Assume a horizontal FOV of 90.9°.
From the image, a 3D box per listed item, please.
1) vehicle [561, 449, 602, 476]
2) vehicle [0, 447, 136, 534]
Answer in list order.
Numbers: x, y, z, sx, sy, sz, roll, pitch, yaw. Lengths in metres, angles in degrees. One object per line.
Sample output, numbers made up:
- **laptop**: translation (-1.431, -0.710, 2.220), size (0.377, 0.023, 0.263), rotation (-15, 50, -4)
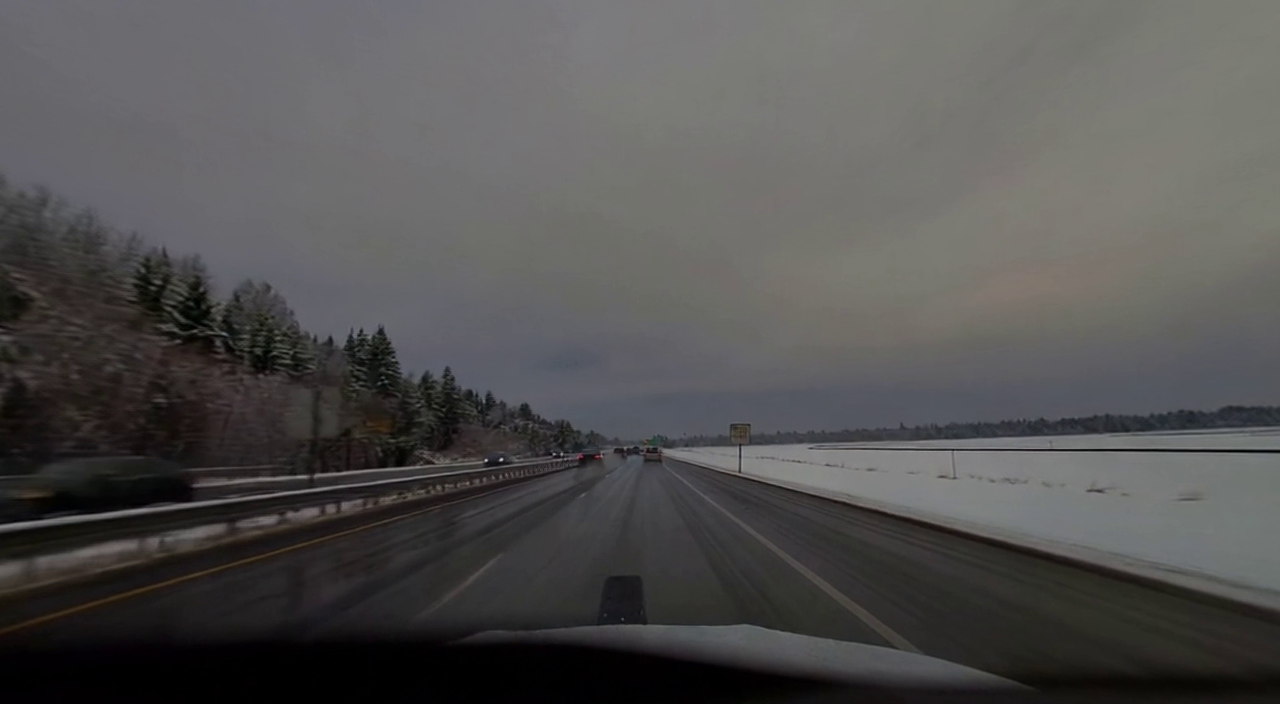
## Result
- **vehicle**: translation (-3.394, 6.549, 37.522), size (1.970, 1.483, 4.097), rotation (-1, -9, 1)
- **vehicle**: translation (-12.573, 2.594, 11.963), size (2.005, 1.555, 4.819), rotation (0, -9, 0)
